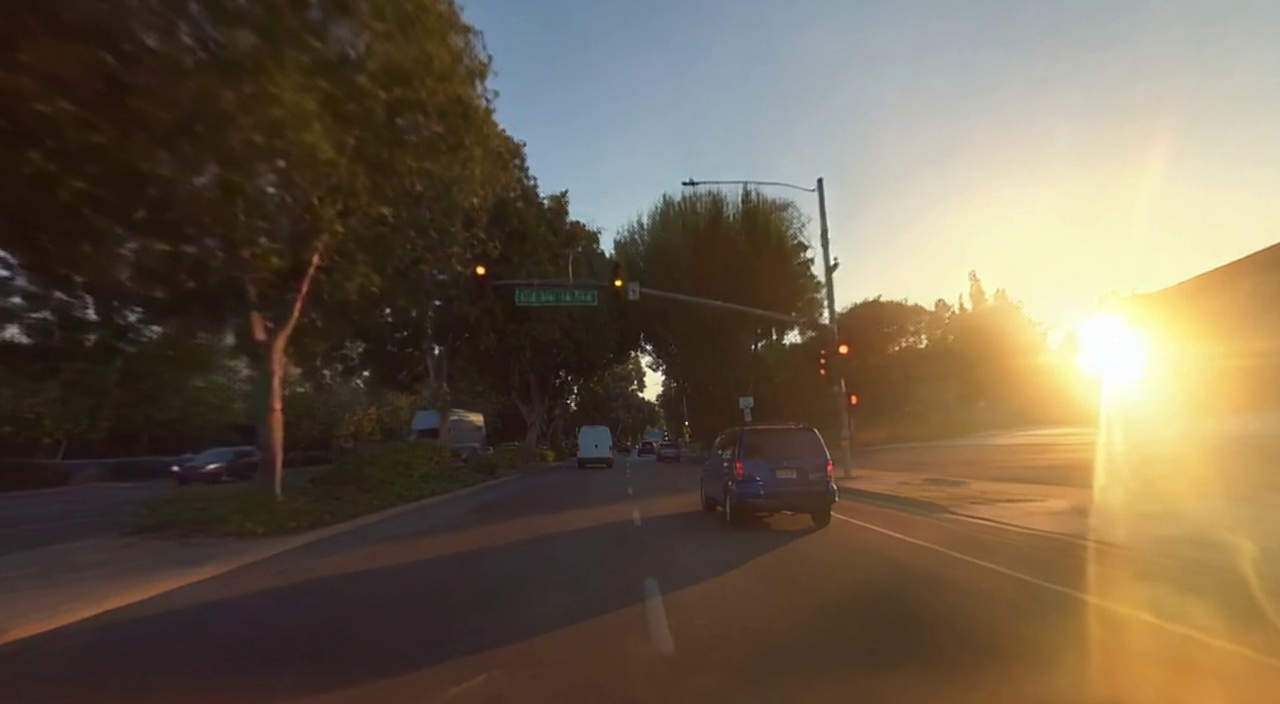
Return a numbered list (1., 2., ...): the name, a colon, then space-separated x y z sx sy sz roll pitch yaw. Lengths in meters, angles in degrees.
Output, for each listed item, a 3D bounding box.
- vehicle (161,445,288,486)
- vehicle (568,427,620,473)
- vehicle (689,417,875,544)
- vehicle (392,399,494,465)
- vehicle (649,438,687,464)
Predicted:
1. vehicle: -16.853 4.596 25.973 2.139 1.493 4.521 0 -8 0
2. vehicle: -2.169 4.767 30.836 2.228 2.054 4.309 0 -8 0
3. vehicle: 2.066 2.015 10.557 1.965 1.671 4.146 0 -8 -3
4. vehicle: -12.592 5.421 41.929 3.206 3.740 11.455 0 -8 -1
5. vehicle: 1.858 6.761 43.200 2.248 1.692 4.252 0 -8 -2
